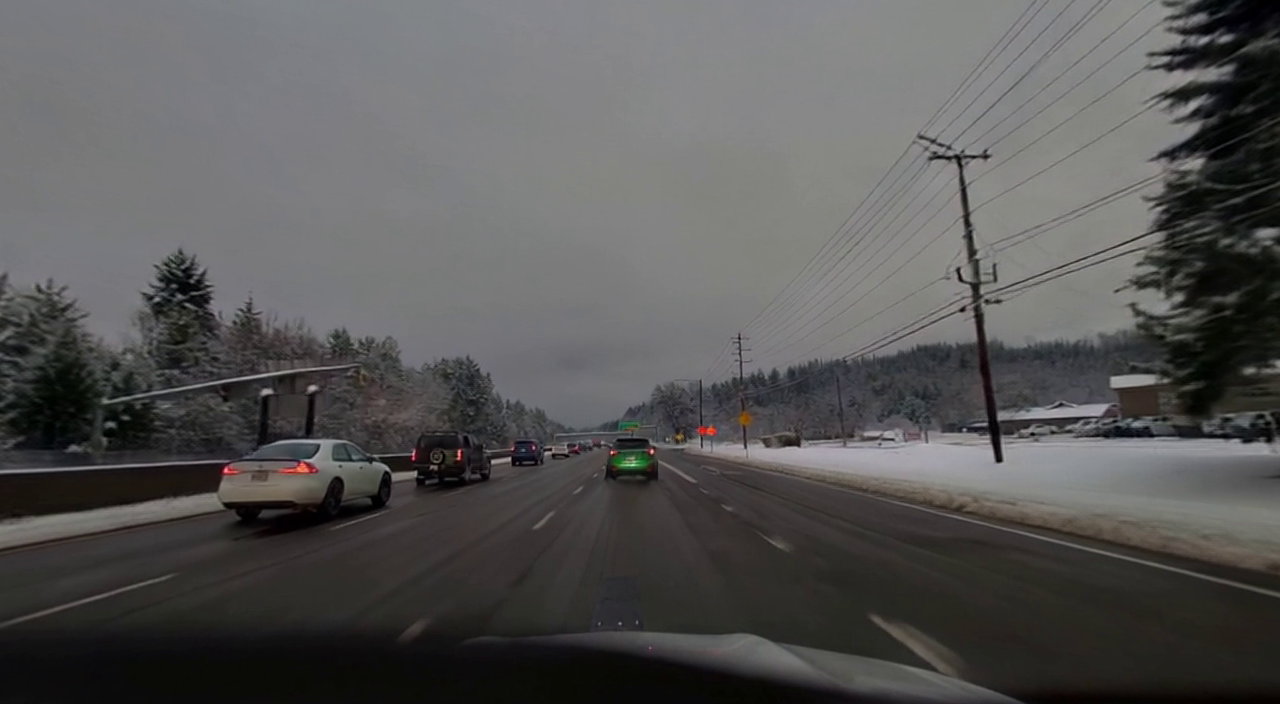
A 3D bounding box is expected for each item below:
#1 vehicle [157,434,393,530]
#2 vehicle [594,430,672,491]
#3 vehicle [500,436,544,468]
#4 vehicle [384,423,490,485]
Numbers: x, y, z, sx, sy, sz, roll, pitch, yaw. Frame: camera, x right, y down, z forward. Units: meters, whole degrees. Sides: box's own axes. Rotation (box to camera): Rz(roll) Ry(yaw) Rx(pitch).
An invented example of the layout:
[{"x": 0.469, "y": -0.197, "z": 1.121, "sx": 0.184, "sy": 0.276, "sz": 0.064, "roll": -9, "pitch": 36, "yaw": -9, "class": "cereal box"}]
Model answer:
[{"x": -6.660, "y": 2.384, "z": 12.283, "sx": 1.900, "sy": 1.483, "sz": 4.547, "roll": 0, "pitch": -8, "yaw": -1, "class": "vehicle"}, {"x": -0.205, "y": 3.296, "z": 19.562, "sx": 2.140, "sy": 1.653, "sz": 4.108, "roll": 0, "pitch": -8, "yaw": 0, "class": "vehicle"}, {"x": -6.984, "y": 5.942, "z": 37.643, "sx": 1.914, "sy": 1.756, "sz": 4.179, "roll": 0, "pitch": -8, "yaw": -2, "class": "vehicle"}, {"x": -6.950, "y": 3.560, "z": 22.320, "sx": 2.144, "sy": 1.905, "sz": 4.967, "roll": 0, "pitch": -8, "yaw": 0, "class": "vehicle"}]
